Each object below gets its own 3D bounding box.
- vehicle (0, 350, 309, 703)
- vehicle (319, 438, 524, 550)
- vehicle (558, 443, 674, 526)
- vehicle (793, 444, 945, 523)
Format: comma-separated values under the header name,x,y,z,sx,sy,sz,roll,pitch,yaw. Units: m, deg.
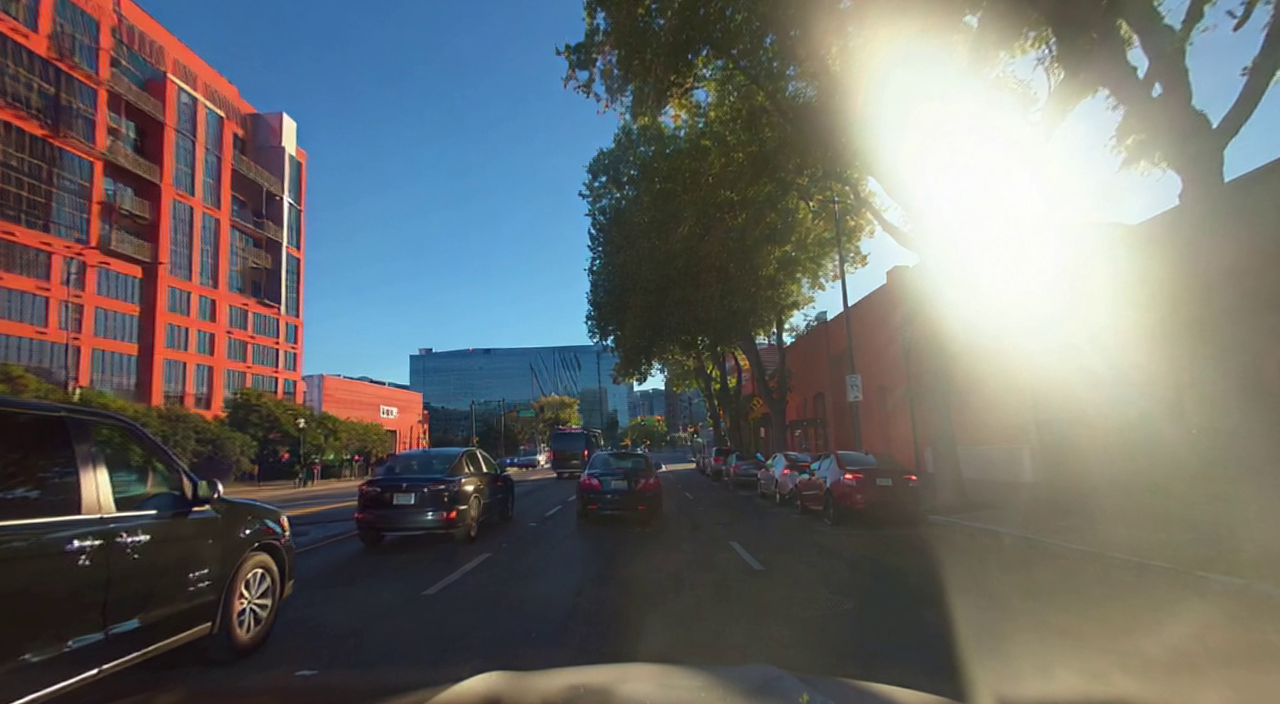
name,x,y,z,sx,sy,sz,roll,pitch,yaw
vehicle,-3.732,0.873,2.555,2.140,1.768,4.685,0,-9,1
vehicle,-3.527,2.366,11.241,1.995,1.554,4.426,0,-9,1
vehicle,-0.440,2.796,13.885,2.152,1.518,4.113,0,-9,0
vehicle,4.902,2.851,14.188,1.832,1.491,4.054,1,-9,-1
